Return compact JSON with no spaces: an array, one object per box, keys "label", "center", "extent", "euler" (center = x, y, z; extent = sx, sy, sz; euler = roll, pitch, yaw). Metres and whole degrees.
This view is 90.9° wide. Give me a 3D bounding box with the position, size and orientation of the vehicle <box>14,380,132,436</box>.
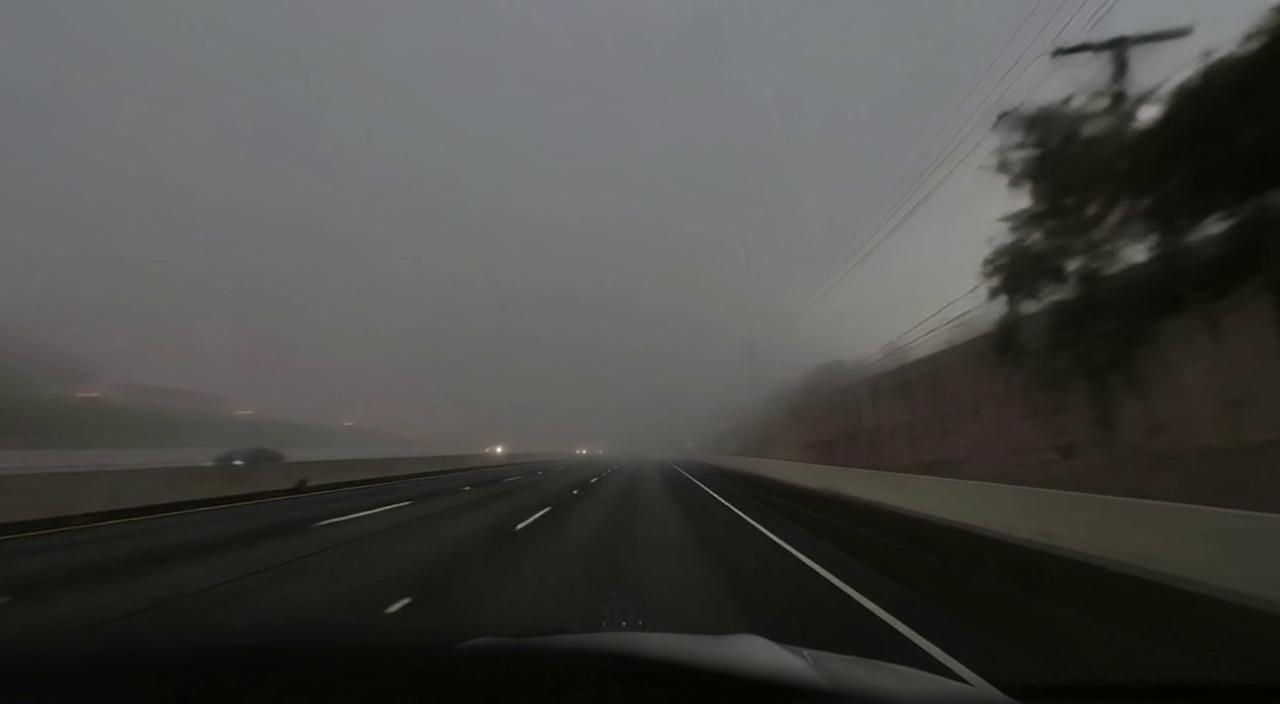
[{"label":"vehicle","center":[-42.911,4.387,47.979],"extent":[2.911,3.814,6.009],"euler":[0,-9,3]}]
